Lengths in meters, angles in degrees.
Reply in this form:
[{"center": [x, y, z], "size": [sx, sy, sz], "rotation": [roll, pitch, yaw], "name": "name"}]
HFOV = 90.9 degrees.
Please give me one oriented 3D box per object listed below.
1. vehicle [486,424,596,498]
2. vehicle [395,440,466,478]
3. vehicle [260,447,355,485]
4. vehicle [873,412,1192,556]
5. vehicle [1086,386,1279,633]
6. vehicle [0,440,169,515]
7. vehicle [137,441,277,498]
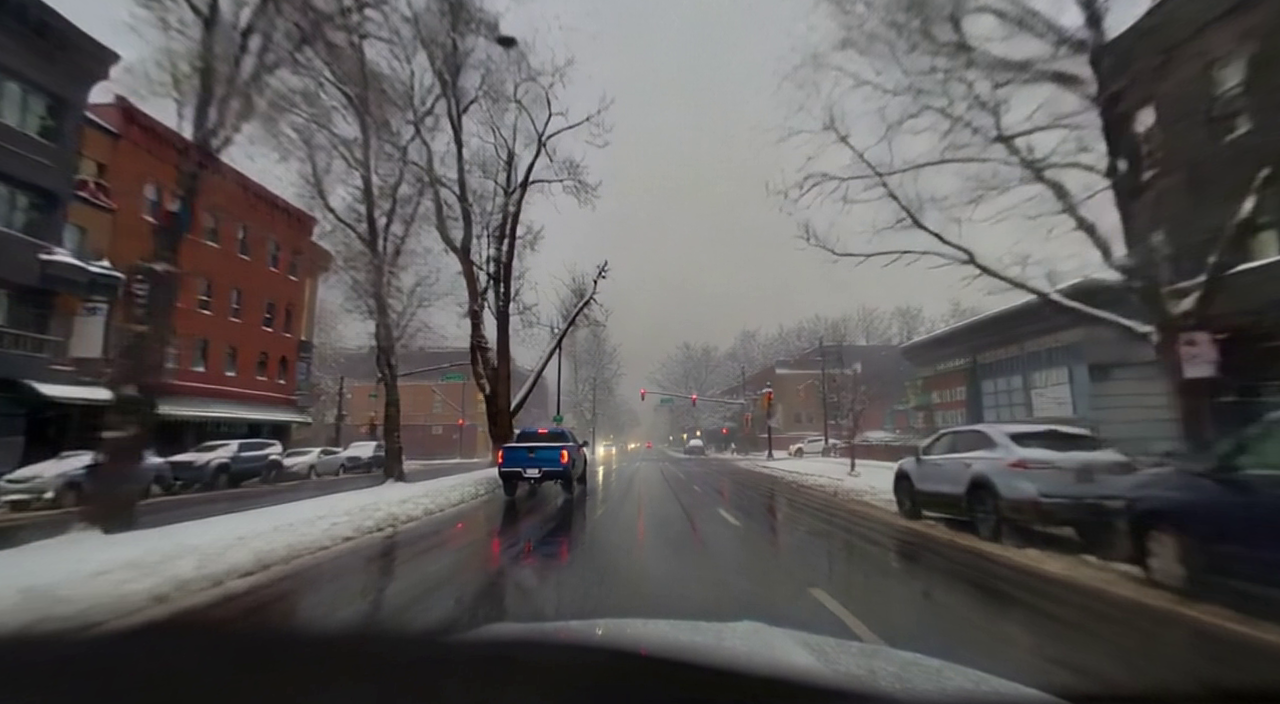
[{"center": [-2.613, 3.078, 18.131], "size": [2.197, 1.786, 5.365], "rotation": [0, -9, 1], "name": "vehicle"}, {"center": [-9.932, 5.095, 30.235], "size": [1.894, 1.636, 4.057], "rotation": [0, -9, 1], "name": "vehicle"}, {"center": [-16.014, 5.489, 30.697], "size": [2.100, 1.596, 4.739], "rotation": [-2, -9, 0], "name": "vehicle"}, {"center": [5.875, 2.041, 10.470], "size": [2.137, 1.795, 4.854], "rotation": [0, -9, 0], "name": "vehicle"}, {"center": [5.819, 1.112, 4.286], "size": [2.043, 1.841, 4.842], "rotation": [0, -9, 1], "name": "vehicle"}, {"center": [-16.170, 3.463, 17.905], "size": [1.928, 1.824, 4.664], "rotation": [0, -9, 0], "name": "vehicle"}, {"center": [-15.973, 4.309, 23.657], "size": [1.948, 1.827, 4.730], "rotation": [-2, -8, 0], "name": "vehicle"}]
